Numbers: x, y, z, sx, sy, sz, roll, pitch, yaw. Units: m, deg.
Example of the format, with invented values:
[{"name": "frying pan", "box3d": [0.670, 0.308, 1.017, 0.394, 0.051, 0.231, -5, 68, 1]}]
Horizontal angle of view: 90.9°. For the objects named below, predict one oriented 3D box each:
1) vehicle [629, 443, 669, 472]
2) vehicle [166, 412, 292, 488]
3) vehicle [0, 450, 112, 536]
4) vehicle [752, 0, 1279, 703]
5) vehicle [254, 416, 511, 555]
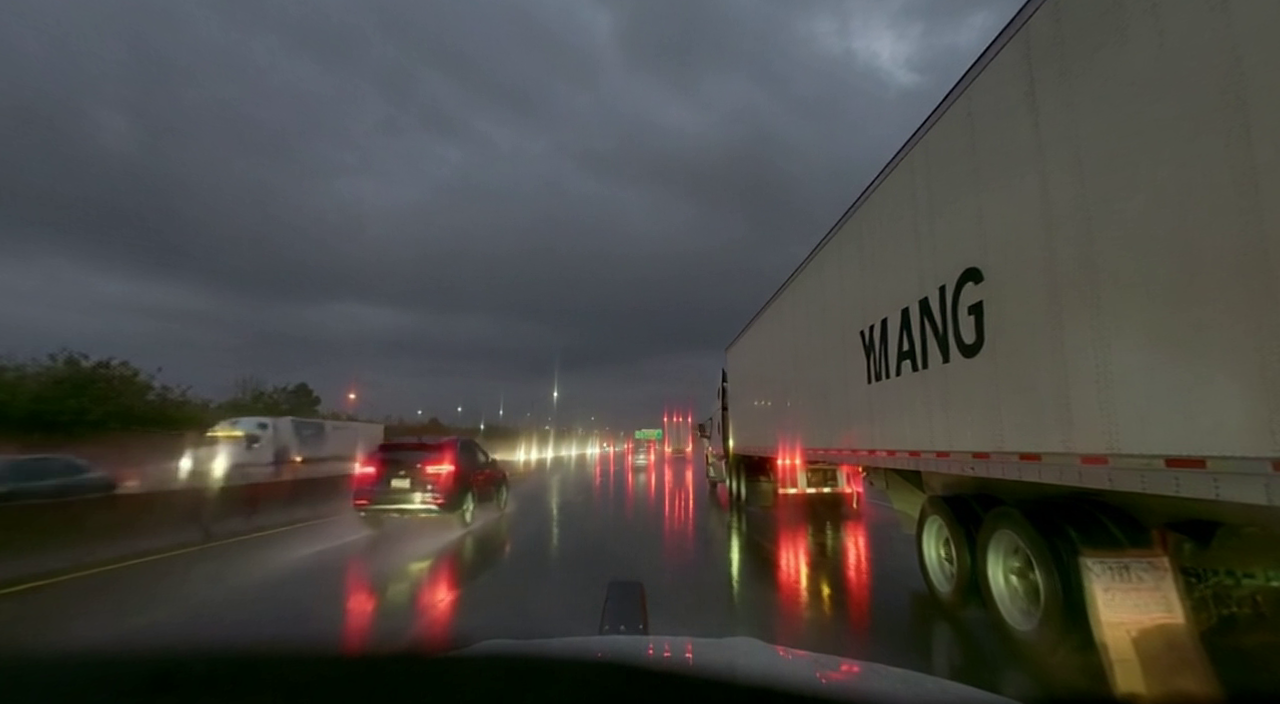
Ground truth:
[{"name": "vehicle", "box3d": [0.449, 5.777, 34.729, 2.063, 1.469, 4.208, 0, -9, 0]}, {"name": "vehicle", "box3d": [-23.439, 5.640, 36.479, 2.965, 4.007, 6.095, 0, -9, 0]}, {"name": "vehicle", "box3d": [-12.255, 2.533, 11.358, 1.973, 1.501, 3.990, 0, -9, 0]}, {"name": "vehicle", "box3d": [3.872, 0.338, 7.461, 2.821, 4.077, 12.562, 0, -9, 0]}, {"name": "vehicle", "box3d": [-3.753, 2.062, 10.477, 2.091, 1.722, 4.974, 0, -9, 1]}]
